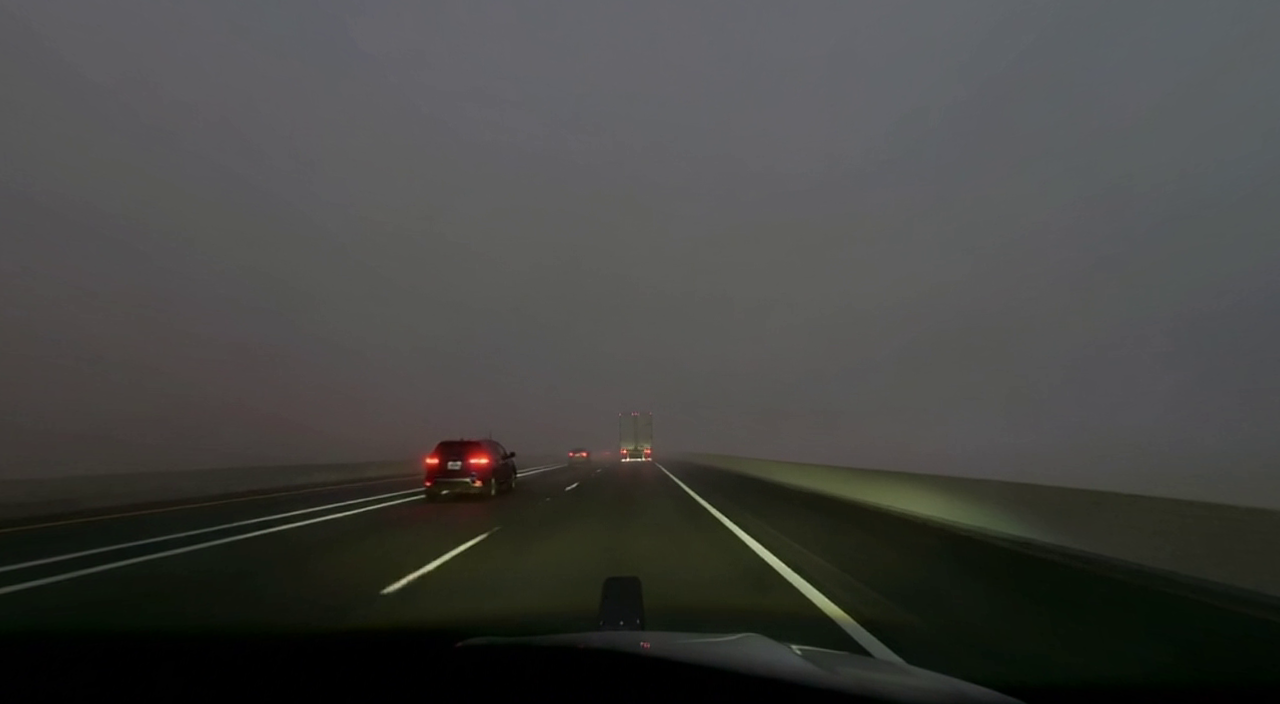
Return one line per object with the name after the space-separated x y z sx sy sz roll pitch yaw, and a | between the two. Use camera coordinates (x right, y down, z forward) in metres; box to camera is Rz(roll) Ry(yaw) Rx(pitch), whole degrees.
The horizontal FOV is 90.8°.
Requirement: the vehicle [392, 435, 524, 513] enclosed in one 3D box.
-4.259 2.918 15.555 1.991 1.618 4.211 0 -9 0 | vehicle

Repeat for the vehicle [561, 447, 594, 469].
-4.501 7.722 46.074 1.978 1.507 4.062 0 -9 0 | vehicle
